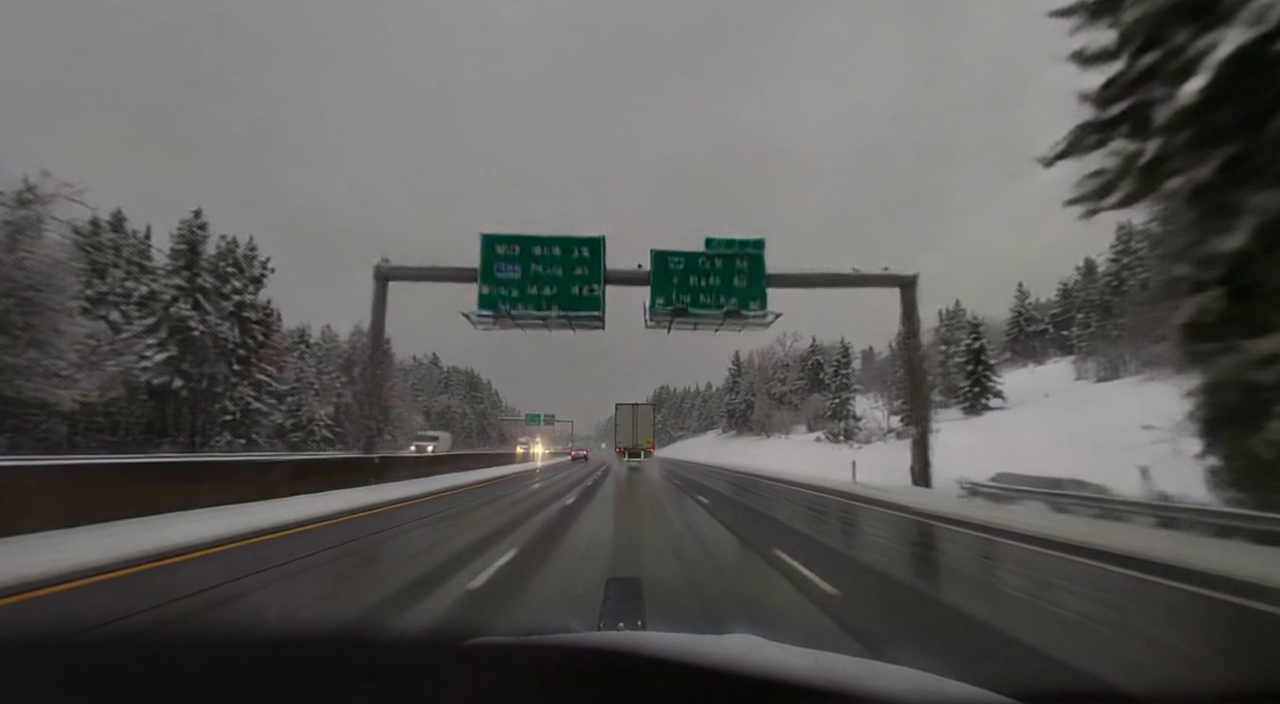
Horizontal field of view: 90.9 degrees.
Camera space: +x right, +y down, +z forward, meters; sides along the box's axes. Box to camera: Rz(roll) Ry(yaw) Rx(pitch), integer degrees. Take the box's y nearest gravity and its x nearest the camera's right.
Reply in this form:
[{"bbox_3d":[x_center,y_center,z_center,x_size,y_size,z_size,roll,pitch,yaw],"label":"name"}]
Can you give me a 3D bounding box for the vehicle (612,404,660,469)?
[{"bbox_3d":[-0.408,5.993,43.952,2.962,3.953,10.696,0,-9,-2],"label":"vehicle"}]
